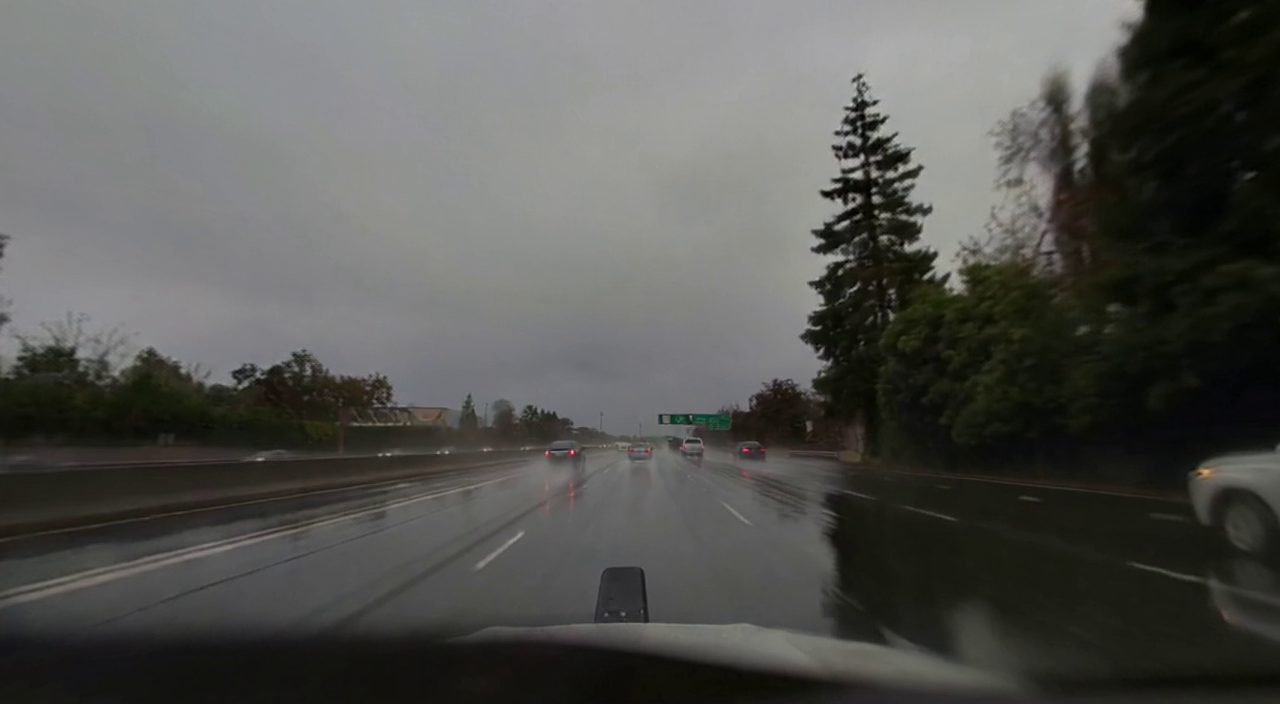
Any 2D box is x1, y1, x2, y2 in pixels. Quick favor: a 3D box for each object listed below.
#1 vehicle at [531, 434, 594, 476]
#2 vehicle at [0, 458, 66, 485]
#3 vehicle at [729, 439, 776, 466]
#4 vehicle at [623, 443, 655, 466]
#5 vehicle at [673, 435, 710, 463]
[{"bbox_3d":[-3.435,4.669,28.832,2.118,1.750,4.875,-1,-8,2],"label":"vehicle"},{"bbox_3d":[-36.980,7.045,37.327,1.826,1.459,4.329,0,-8,1],"label":"vehicle"},{"bbox_3d":[7.380,6.622,41.860,2.196,1.659,4.451,0,-8,-1],"label":"vehicle"},{"bbox_3d":[-0.045,6.790,41.966,2.050,1.452,3.917,0,-8,1],"label":"vehicle"},{"bbox_3d":[3.849,7.433,48.295,2.348,1.991,5.460,0,-8,0],"label":"vehicle"}]
